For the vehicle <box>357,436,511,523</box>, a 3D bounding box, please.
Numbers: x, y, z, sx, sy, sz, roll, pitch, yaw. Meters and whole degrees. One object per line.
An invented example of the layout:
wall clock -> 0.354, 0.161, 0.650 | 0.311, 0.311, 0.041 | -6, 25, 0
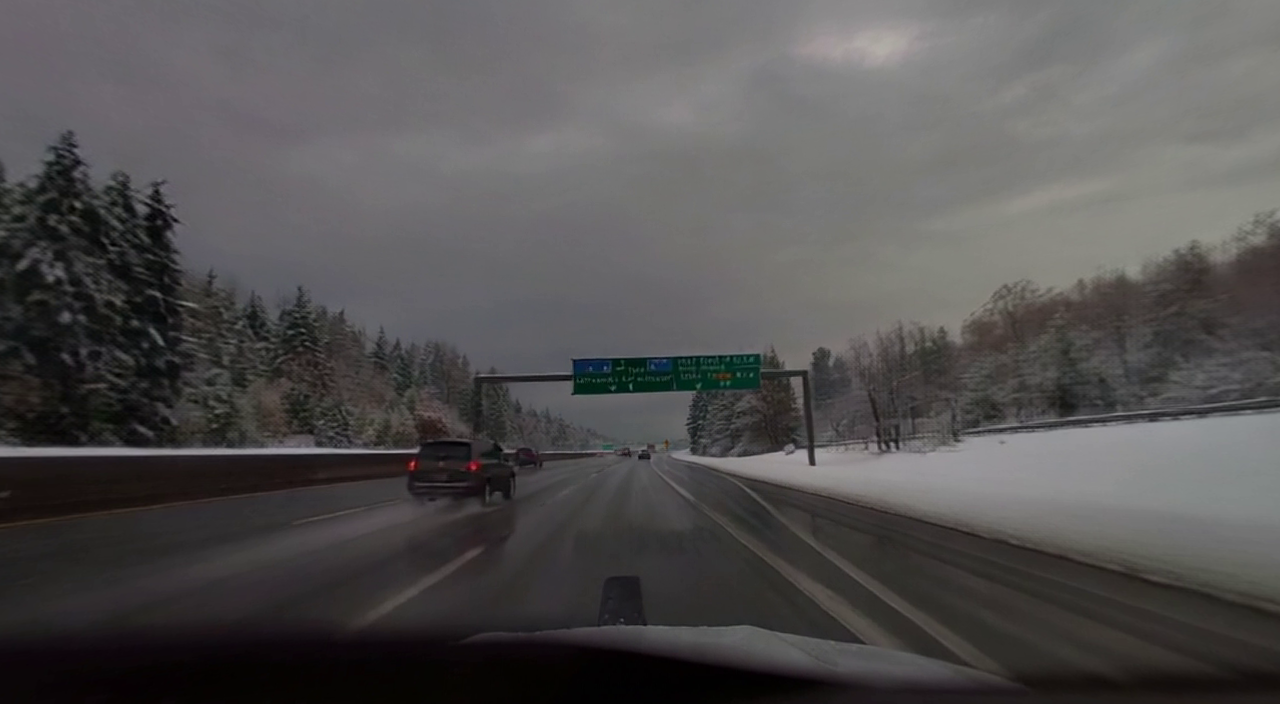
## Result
vehicle -> -4.288, 2.716, 14.025 | 1.875, 1.587, 4.687 | 0, -9, -1

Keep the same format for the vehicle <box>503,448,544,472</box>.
vehicle -> -7.719, 7.182, 42.022 | 1.835, 1.459, 4.636 | 1, -9, 0
